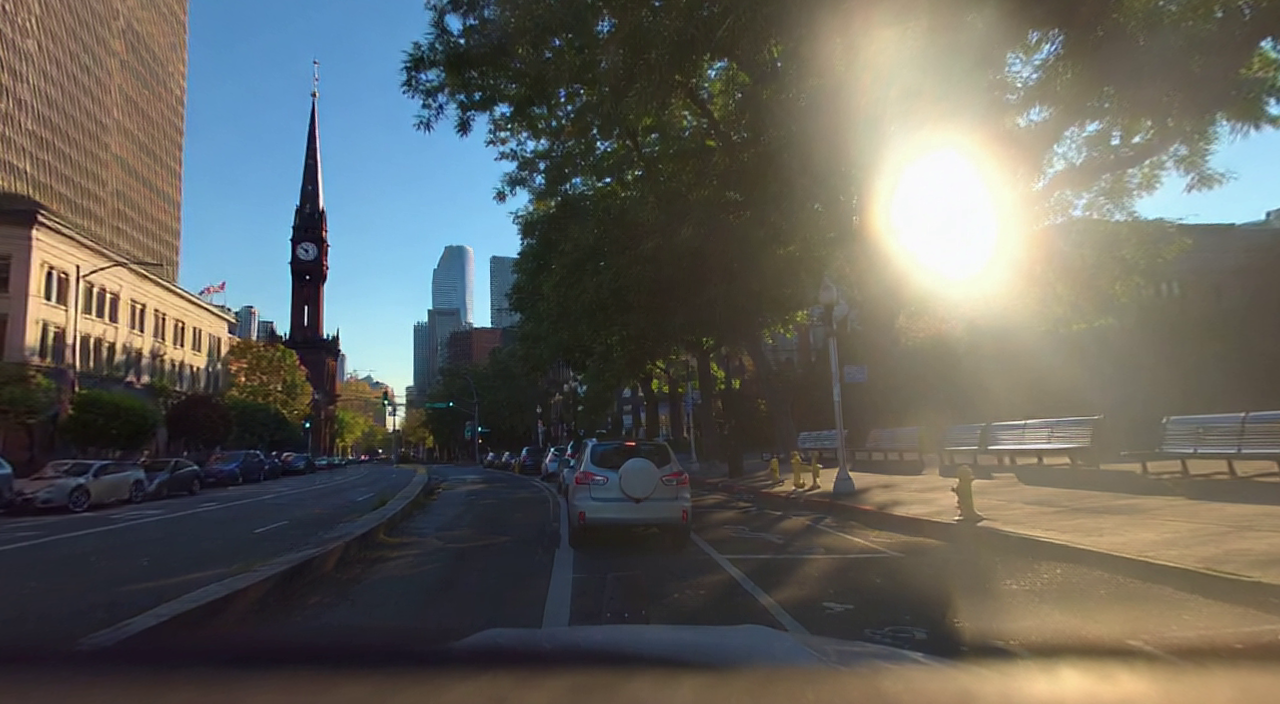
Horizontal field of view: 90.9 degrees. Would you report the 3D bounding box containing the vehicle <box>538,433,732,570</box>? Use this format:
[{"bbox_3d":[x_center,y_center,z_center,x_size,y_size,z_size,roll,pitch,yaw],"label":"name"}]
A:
[{"bbox_3d":[-0.237,1.939,9.022,2.142,1.475,4.051,1,-8,-6],"label":"vehicle"}]
